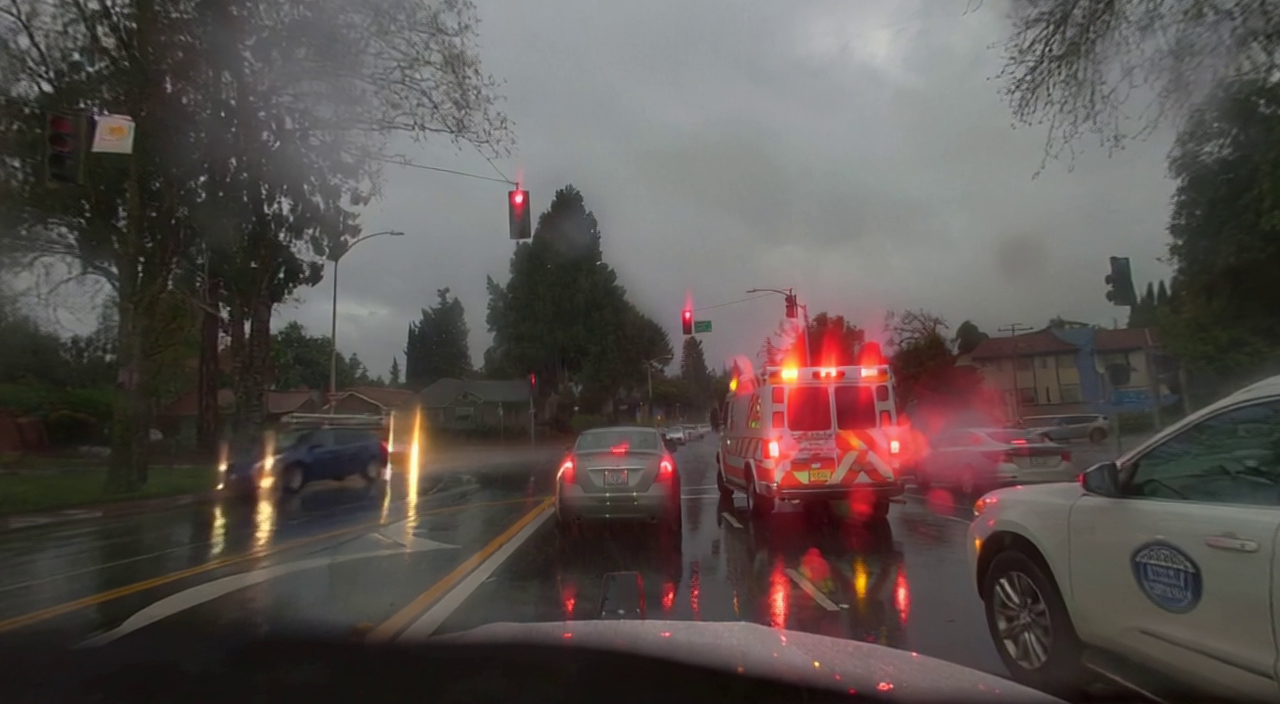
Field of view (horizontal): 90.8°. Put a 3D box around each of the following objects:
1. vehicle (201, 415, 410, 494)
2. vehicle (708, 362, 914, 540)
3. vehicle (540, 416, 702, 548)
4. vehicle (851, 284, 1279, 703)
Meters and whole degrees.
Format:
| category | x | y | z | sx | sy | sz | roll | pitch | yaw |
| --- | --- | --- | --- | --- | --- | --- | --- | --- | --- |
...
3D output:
| category | x | y | z | sx | sy | sz | roll | pitch | yaw |
| --- | --- | --- | --- | --- | --- | --- | --- | --- | --- |
| vehicle | -9.745 | 3.067 | 19.247 | 2.349 | 1.988 | 5.813 | -2 | -8 | 11 |
| vehicle | 2.883 | 1.884 | 12.376 | 2.406 | 2.687 | 5.521 | 0 | -8 | 0 |
| vehicle | -0.282 | 1.971 | 10.183 | 2.114 | 1.707 | 3.725 | 0 | -8 | -1 |
| vehicle | 2.848 | 0.892 | 2.837 | 2.194 | 1.820 | 4.652 | 0 | -8 | 0 |
